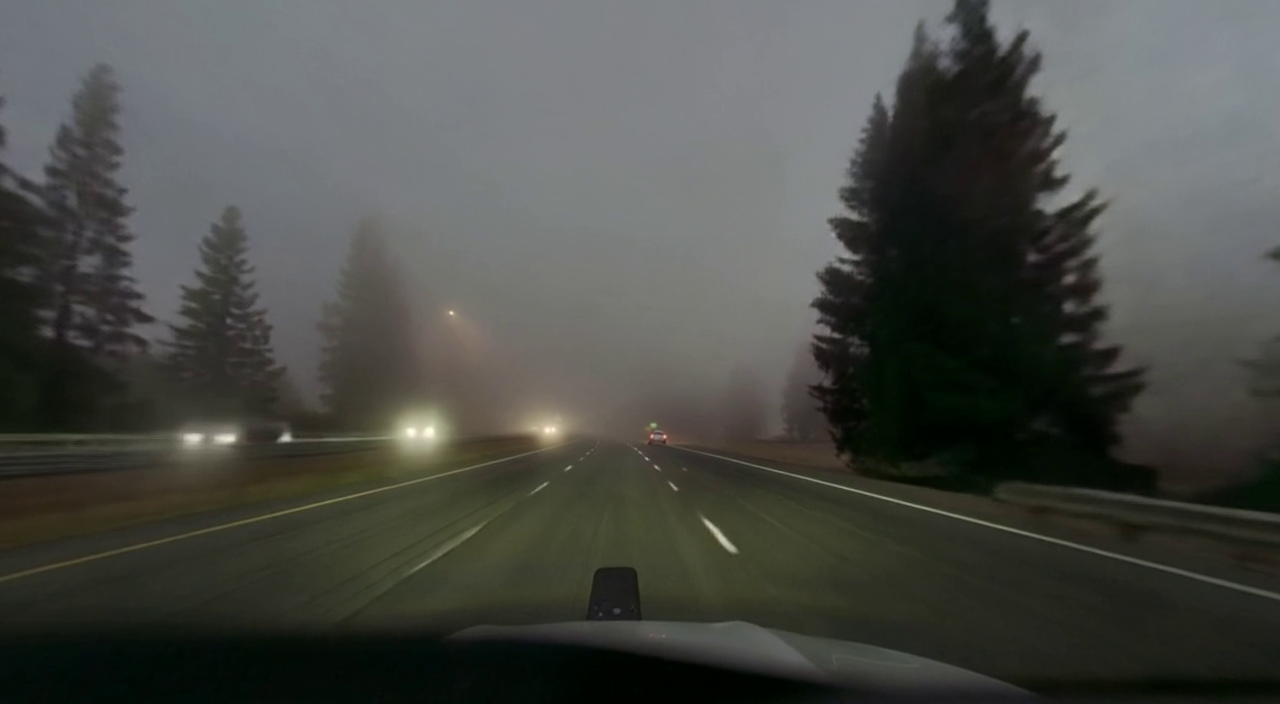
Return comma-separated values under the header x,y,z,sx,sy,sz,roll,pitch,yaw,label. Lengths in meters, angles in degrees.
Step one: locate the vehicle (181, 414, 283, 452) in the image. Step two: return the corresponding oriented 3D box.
x,y,z,sx,sy,sz,roll,pitch,yaw,label
-16.808,3.367,26.204,1.730,1.441,3.830,0,-8,-2,vehicle
